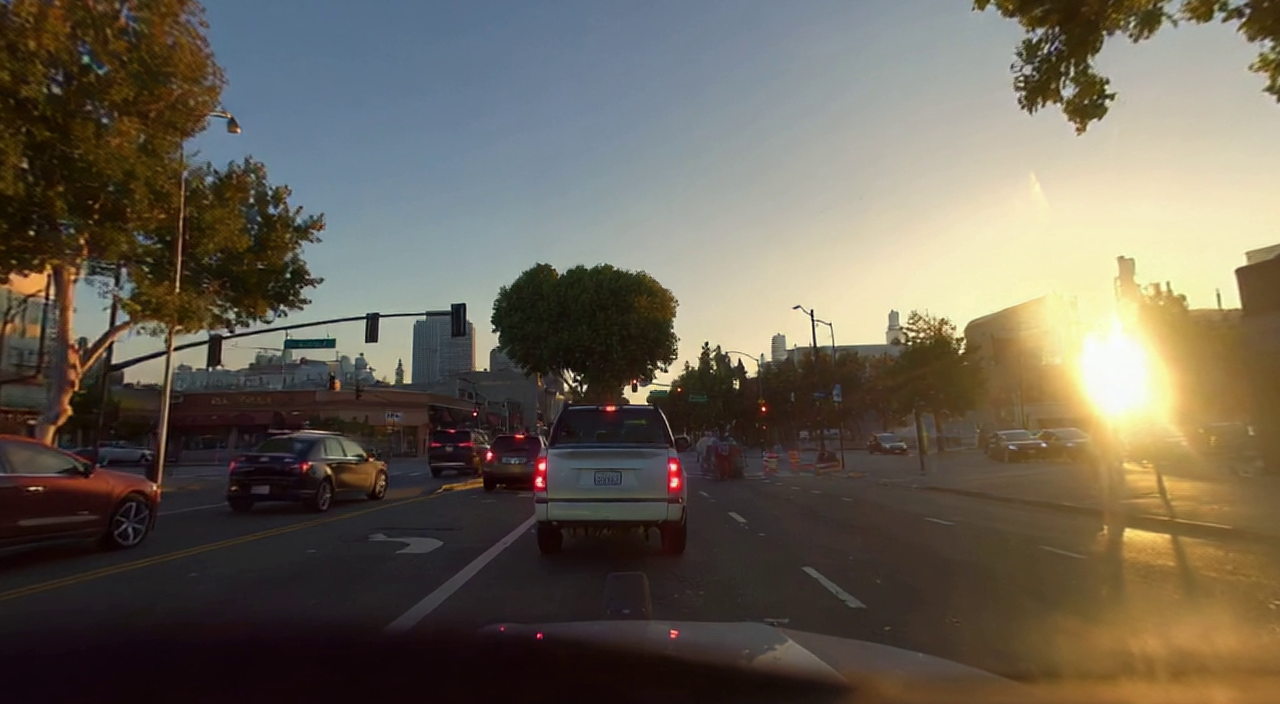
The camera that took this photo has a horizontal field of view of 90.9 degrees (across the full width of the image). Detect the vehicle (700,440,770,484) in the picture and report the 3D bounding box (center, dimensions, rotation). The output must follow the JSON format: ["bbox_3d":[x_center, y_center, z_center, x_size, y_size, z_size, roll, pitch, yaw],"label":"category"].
[{"bbox_3d":[3.424,4.046,23.510,2.023,1.441,4.240,0,-8,1],"label":"vehicle"}]

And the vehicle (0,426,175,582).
[{"bbox_3d":[-6.968,1.434,5.938,1.831,1.451,4.382,0,-8,0],"label":"vehicle"}]

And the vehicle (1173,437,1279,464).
[{"bbox_3d":[29.728,4.939,31.660,4.176,1.313,1.719,0,-8,2],"label":"vehicle"}]

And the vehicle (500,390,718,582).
[{"bbox_3d":[-0.311,1.596,8.231,2.064,1.817,4.298,0,-8,-1],"label":"vehicle"}]

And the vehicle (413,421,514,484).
[{"bbox_3d":[-6.460,3.751,23.750,2.496,2.112,4.351,0,-8,0],"label":"vehicle"}]

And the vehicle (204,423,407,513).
[{"bbox_3d":[-7.122,2.510,14.116,1.941,1.655,4.503,0,-8,2],"label":"vehicle"}]

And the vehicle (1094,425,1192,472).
[{"bbox_3d":[19.224,3.658,24.041,4.156,1.622,1.924,7,-11,-38],"label":"vehicle"}]

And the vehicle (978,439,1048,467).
[{"bbox_3d":[20.102,5.405,33.918,3.836,1.443,1.694,5,-10,-35],"label":"vehicle"}]

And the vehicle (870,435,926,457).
[{"bbox_3d":[20.104,7.320,49.045,4.361,1.653,2.034,6,-11,-37],"label":"vehicle"}]
